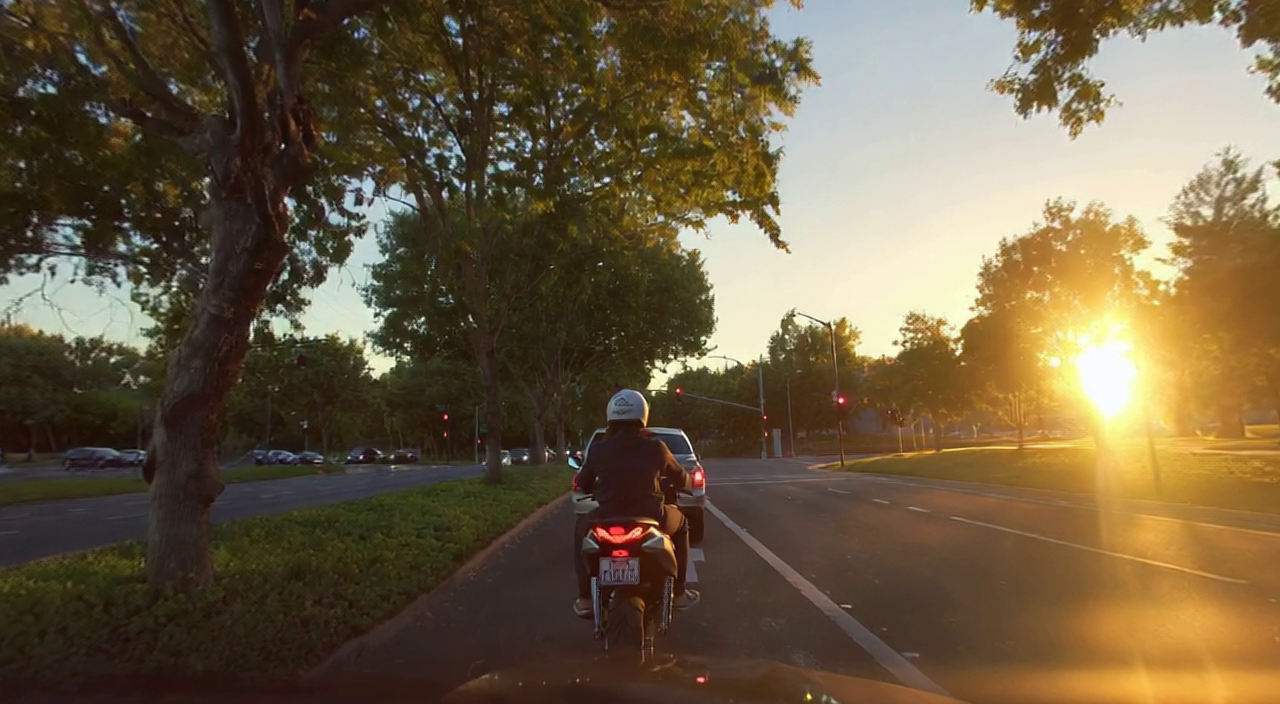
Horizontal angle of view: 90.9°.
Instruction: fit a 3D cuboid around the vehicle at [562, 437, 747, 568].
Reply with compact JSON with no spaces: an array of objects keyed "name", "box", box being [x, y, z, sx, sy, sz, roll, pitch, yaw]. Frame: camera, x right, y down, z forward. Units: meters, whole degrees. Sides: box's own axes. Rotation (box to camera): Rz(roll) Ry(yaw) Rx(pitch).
[{"name":"vehicle","box":[0.125,2.025,9.418,2.093,1.450,4.437,0,-8,-1]}]
